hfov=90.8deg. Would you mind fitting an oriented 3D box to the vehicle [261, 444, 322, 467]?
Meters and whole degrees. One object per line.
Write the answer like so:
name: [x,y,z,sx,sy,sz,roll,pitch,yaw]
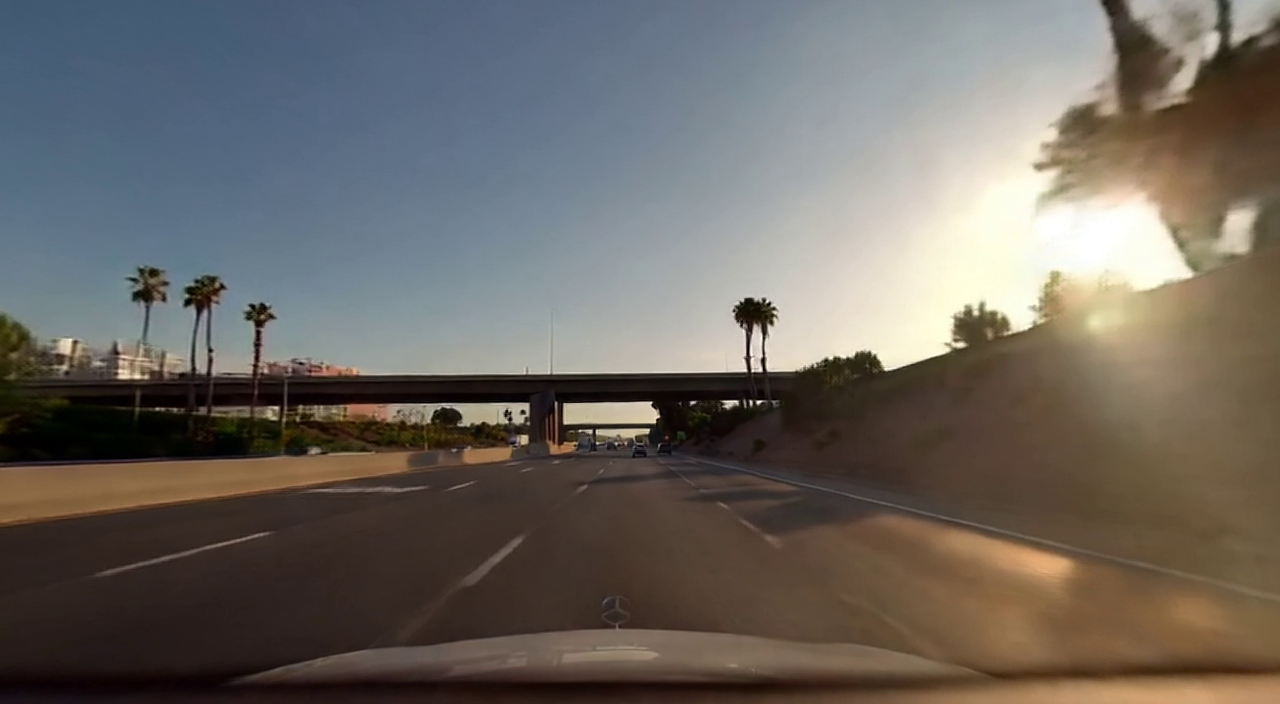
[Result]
vehicle: [-25.110,7.446,45.679,1.847,1.534,4.527,0,-8,0]
